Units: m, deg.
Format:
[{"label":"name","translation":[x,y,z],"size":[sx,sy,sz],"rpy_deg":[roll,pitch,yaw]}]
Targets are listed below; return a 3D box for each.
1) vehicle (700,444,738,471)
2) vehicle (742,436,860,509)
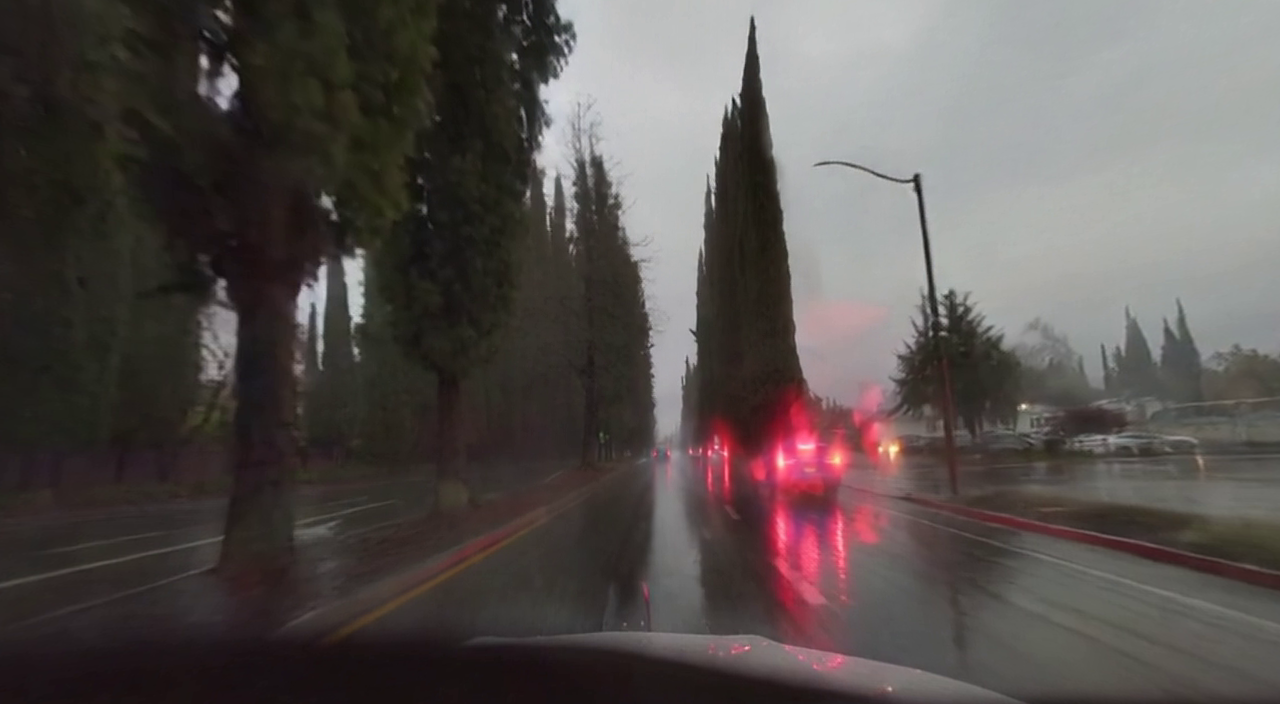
[{"label":"vehicle","translation":[5.175,6.971,41.826],"size":[2.110,1.666,3.912],"rpy_deg":[0,-8,2]},{"label":"vehicle","translation":[3.996,3.034,16.416],"size":[2.052,1.639,4.123],"rpy_deg":[0,-8,1]}]
